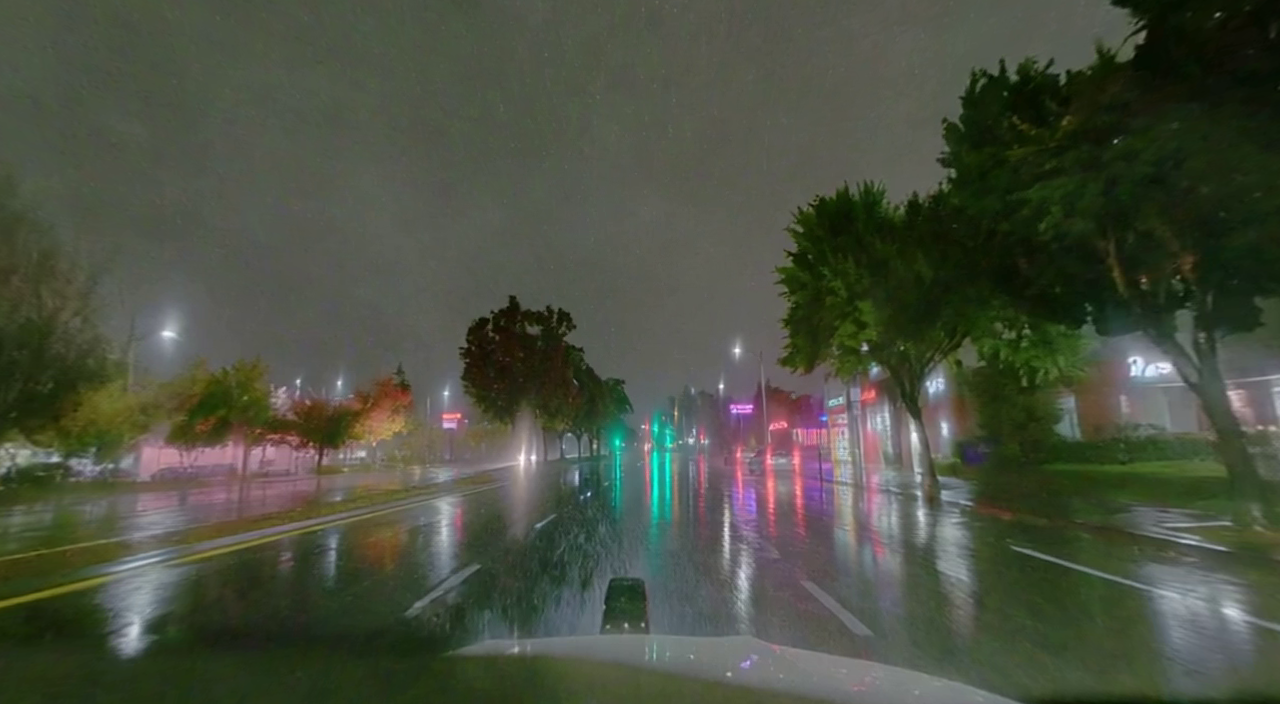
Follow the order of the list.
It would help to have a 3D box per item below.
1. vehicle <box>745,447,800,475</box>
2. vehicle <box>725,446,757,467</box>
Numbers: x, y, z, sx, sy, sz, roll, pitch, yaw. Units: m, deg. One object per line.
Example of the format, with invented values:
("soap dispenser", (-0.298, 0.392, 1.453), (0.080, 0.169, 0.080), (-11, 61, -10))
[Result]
("vehicle", (7.591, 6.247, 36.560), (2.119, 1.458, 4.965), (1, -9, 0))
("vehicle", (7.931, 8.255, 50.000), (1.923, 1.498, 4.676), (0, -9, 2))
